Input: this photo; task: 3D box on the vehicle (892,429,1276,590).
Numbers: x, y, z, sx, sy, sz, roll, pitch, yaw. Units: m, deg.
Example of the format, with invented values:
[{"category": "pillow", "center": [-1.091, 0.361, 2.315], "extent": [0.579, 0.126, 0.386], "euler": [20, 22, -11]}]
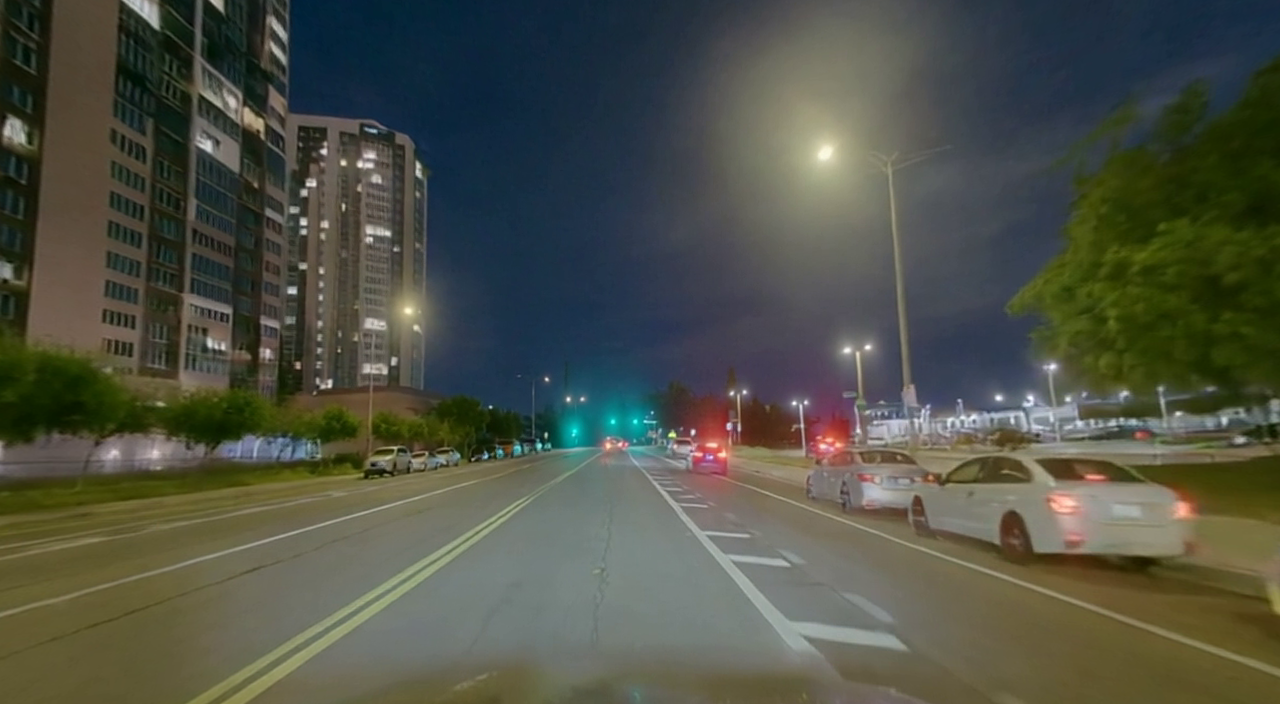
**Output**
[{"category": "vehicle", "center": [5.005, 1.778, 8.041], "extent": [1.797, 1.486, 4.154], "euler": [0, -8, -1]}]

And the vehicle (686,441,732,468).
[{"category": "vehicle", "center": [3.975, 5.971, 37.027], "extent": [2.085, 1.466, 4.276], "euler": [0, -8, -2]}]

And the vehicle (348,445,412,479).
[{"category": "vehicle", "center": [-13.990, 5.909, 34.306], "extent": [1.908, 1.694, 4.306], "euler": [1, -8, -5]}]
